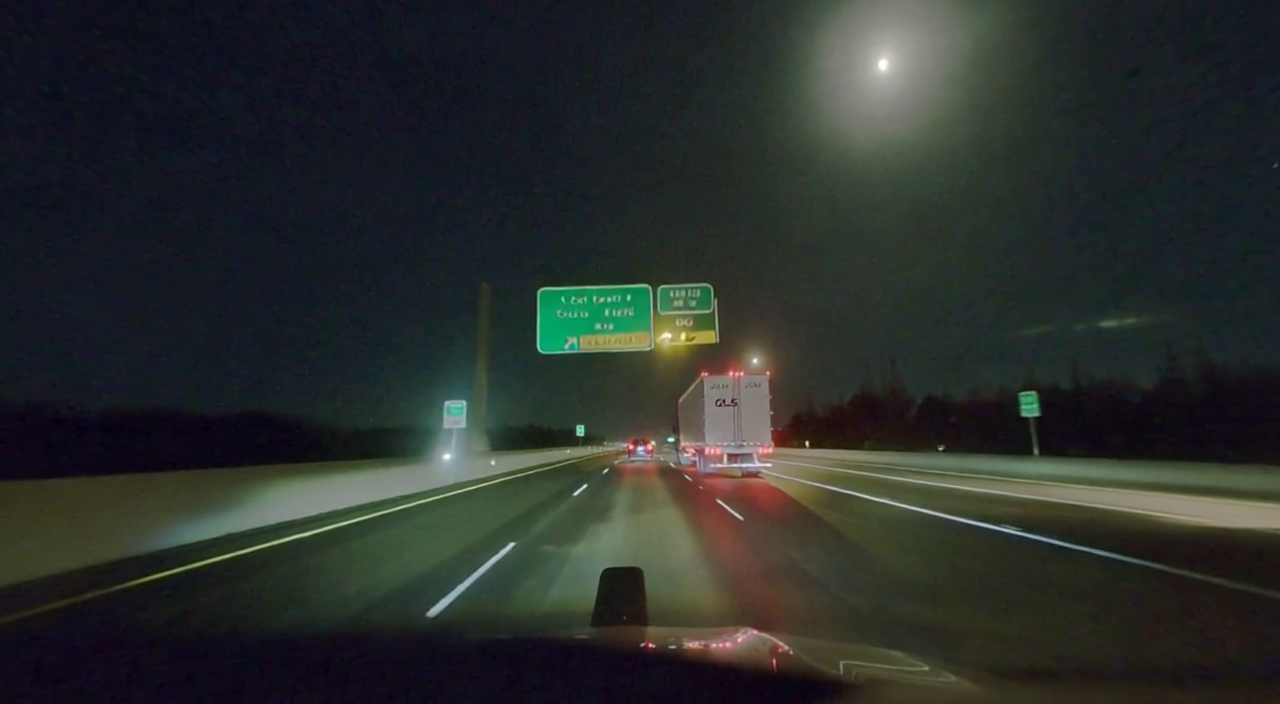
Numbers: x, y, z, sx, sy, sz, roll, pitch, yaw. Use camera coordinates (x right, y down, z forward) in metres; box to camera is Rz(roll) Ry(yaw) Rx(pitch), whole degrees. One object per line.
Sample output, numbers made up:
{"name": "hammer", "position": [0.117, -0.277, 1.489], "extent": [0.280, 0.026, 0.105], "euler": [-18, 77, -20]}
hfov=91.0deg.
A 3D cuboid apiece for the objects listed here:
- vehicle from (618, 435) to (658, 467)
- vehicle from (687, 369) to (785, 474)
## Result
{"name": "vehicle", "position": [-0.106, 5.436, 34.844], "extent": [2.050, 1.654, 4.192], "euler": [0, -8, 0]}
{"name": "vehicle", "position": [4.089, 3.415, 29.683], "extent": [3.014, 4.068, 10.359], "euler": [0, -8, 0]}
